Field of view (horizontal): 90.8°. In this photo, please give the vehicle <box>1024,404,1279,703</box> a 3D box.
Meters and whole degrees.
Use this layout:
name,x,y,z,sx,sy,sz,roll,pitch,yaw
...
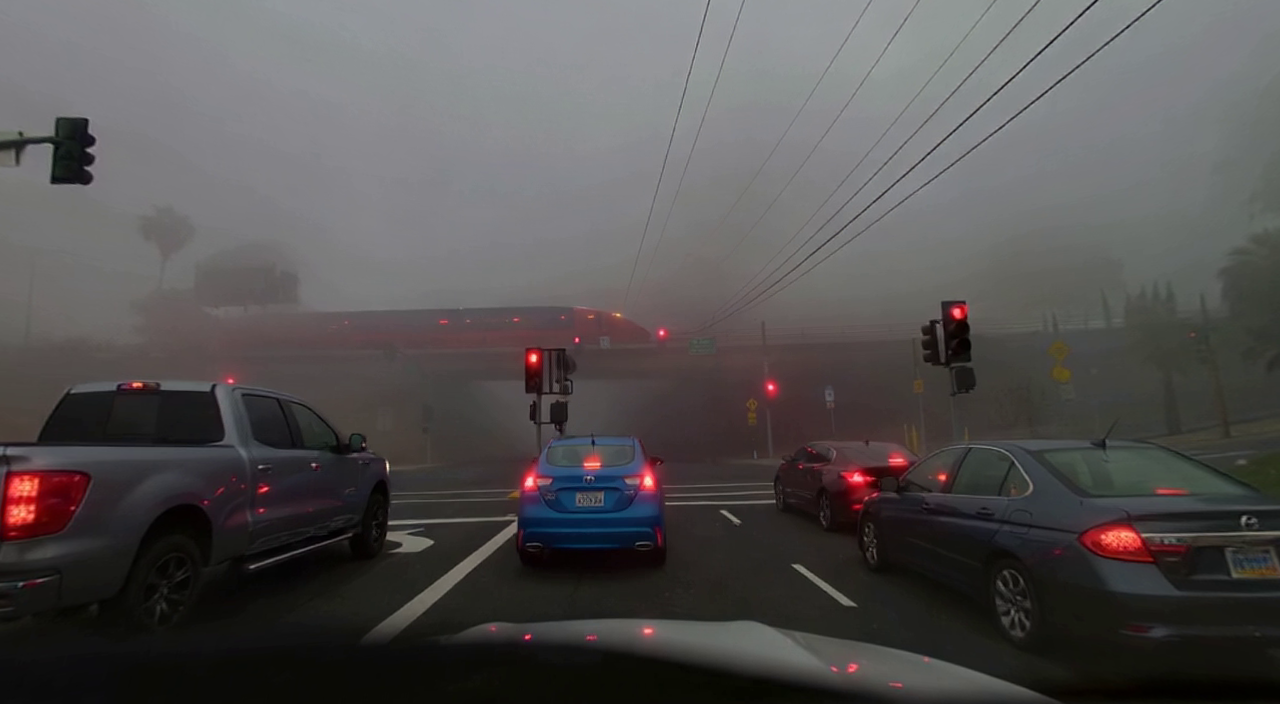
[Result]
name,x,y,z,sx,sy,sz,roll,pitch,yaw
vehicle,3.873,0.910,2.300,2.052,1.496,4.541,0,-9,-1

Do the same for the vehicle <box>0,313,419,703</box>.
name,x,y,z,sx,sy,sz,roll,pitch,yaw
vehicle,-3.780,1.124,5.061,2.078,1.838,5.448,0,-9,0

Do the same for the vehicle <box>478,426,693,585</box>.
name,x,y,z,sx,sy,sz,roll,pitch,yaw
vehicle,-0.604,1.773,8.142,2.035,1.491,4.090,0,-9,-3

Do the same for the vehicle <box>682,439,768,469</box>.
name,x,y,z,sx,sy,sz,roll,pitch,yaw
vehicle,4.225,5.163,32.090,1.878,1.428,4.416,5,-10,-33

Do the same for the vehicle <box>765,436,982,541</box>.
name,x,y,z,sx,sy,sz,roll,pitch,yaw
vehicle,3.709,2.243,11.095,1.965,1.448,4.486,0,-9,-2
